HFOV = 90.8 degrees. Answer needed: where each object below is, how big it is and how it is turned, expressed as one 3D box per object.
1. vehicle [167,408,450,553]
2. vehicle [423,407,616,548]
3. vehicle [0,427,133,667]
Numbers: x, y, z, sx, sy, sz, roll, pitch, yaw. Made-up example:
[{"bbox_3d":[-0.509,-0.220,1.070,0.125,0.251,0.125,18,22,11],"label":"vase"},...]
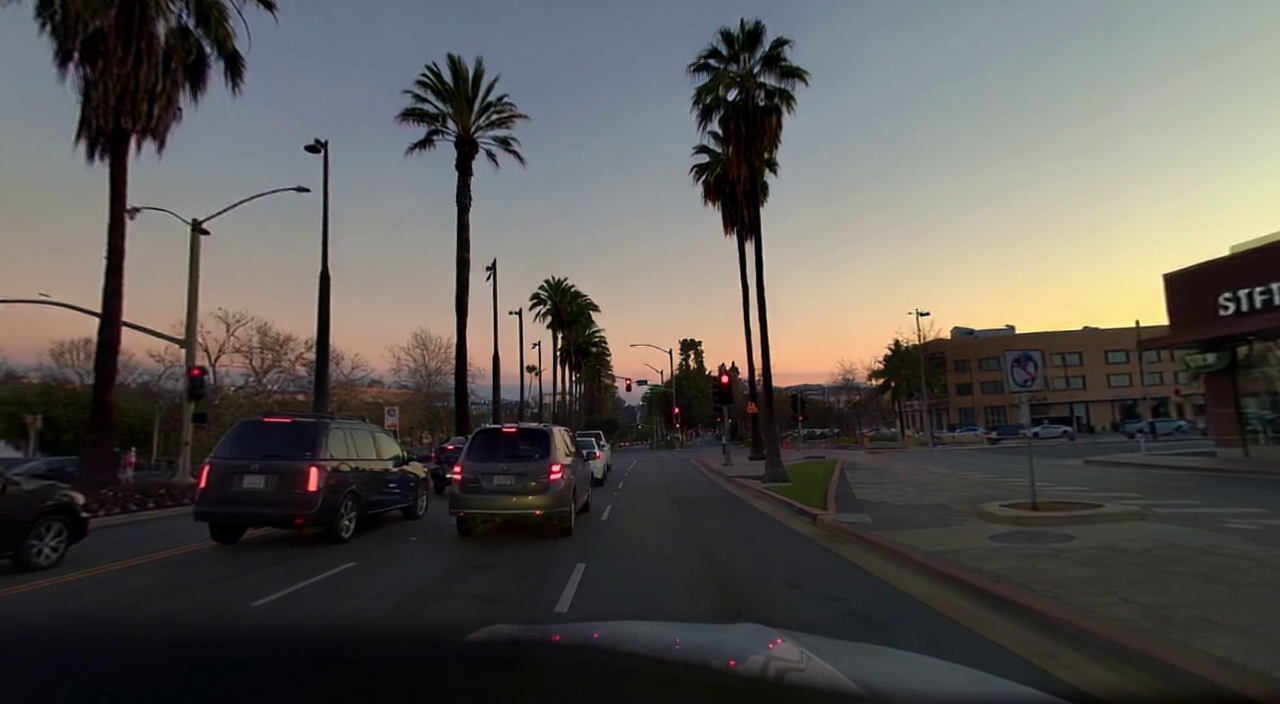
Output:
[{"bbox_3d":[-5.028,2.026,10.638,2.025,1.862,4.804,0,-9,2],"label":"vehicle"},{"bbox_3d":[-1.600,1.903,10.173,2.153,1.759,4.320,0,-9,1],"label":"vehicle"},{"bbox_3d":[-5.189,1.081,2.775,1.885,1.567,4.775,0,-9,1],"label":"vehicle"}]
